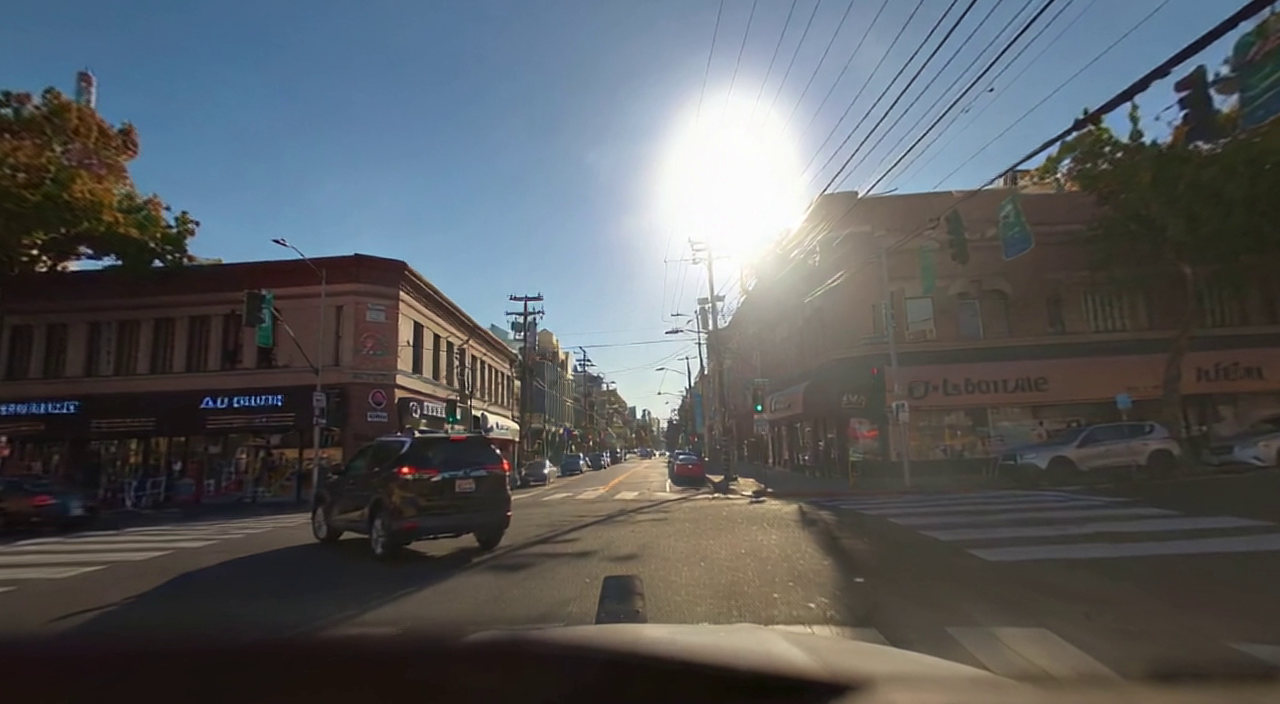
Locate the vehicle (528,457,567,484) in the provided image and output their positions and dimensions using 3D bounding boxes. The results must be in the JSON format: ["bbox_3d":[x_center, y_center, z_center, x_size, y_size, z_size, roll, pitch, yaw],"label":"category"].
[{"bbox_3d":[-6.408,8.268,44.159,2.044,1.711,4.048,0,-9,0],"label":"vehicle"}]

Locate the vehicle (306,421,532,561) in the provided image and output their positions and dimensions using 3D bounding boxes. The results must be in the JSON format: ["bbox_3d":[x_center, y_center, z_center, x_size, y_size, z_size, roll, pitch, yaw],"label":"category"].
[{"bbox_3d":[-4.105,2.312,11.239,2.440,1.882,4.611,6,-12,-36],"label":"vehicle"}]

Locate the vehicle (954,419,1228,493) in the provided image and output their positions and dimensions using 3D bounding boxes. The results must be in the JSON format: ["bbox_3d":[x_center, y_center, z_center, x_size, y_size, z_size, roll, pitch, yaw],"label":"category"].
[{"bbox_3d":[12.307,2.901,17.674,5.716,1.894,2.433,0,-9,1],"label":"vehicle"}]

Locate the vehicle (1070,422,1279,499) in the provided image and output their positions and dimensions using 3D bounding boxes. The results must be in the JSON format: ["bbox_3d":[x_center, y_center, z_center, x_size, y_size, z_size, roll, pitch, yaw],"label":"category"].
[{"bbox_3d":[13.352,2.485,14.821,4.815,1.501,2.157,-3,-9,2],"label":"vehicle"}]

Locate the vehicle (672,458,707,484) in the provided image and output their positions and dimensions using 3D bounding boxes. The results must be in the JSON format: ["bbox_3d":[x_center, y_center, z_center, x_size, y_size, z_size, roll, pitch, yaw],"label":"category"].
[{"bbox_3d":[3.044,7.438,39.722,2.062,1.526,3.989,0,-9,2],"label":"vehicle"}]

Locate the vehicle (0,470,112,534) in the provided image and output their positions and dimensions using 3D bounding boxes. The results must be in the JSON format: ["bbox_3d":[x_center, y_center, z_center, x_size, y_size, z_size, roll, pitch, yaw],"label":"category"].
[{"bbox_3d":[-16.541,3.725,15.946,4.666,1.400,2.050,-1,-9,4],"label":"vehicle"}]
